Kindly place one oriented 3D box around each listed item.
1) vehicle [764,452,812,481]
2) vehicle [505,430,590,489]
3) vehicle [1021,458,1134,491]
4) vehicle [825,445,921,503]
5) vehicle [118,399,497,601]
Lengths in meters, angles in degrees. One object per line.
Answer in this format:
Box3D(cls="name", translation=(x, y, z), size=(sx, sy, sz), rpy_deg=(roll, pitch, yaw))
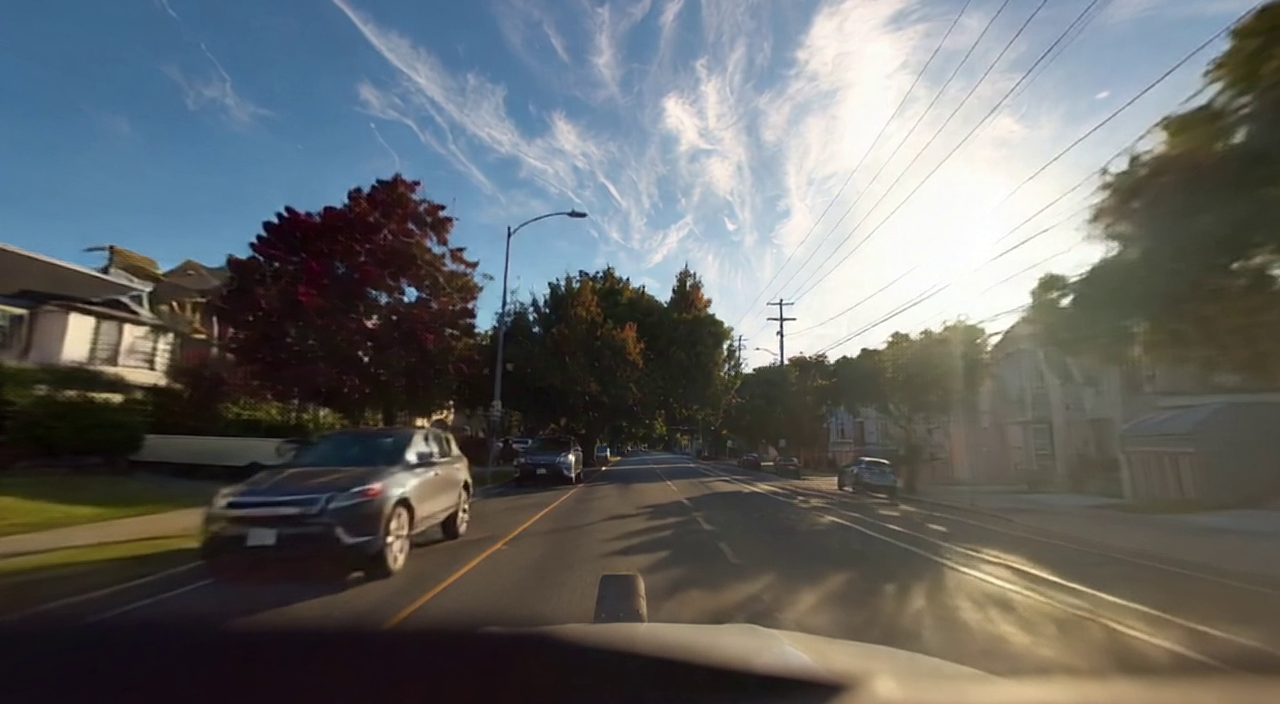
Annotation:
Box3D(cls="vehicle", translation=(9.701, 7.514, 41.712), size=(1.977, 1.495, 4.800), rpy_deg=(8, -9, 2))
Box3D(cls="vehicle", translation=(-3.288, 4.002, 23.786), size=(2.290, 1.924, 5.536), rpy_deg=(0, -9, 1))
Box3D(cls="vehicle", translation=(22.257, 6.223, 32.247), size=(4.172, 1.630, 2.112), rpy_deg=(0, -9, -2))
Box3D(cls="vehicle", translation=(9.621, 5.034, 26.555), size=(2.156, 1.882, 4.790), rpy_deg=(8, -9, 1))
Box3D(cls="vehicle", translation=(-3.460, 1.674, 8.047), size=(2.127, 1.737, 4.961), rpy_deg=(0, -9, 0))
